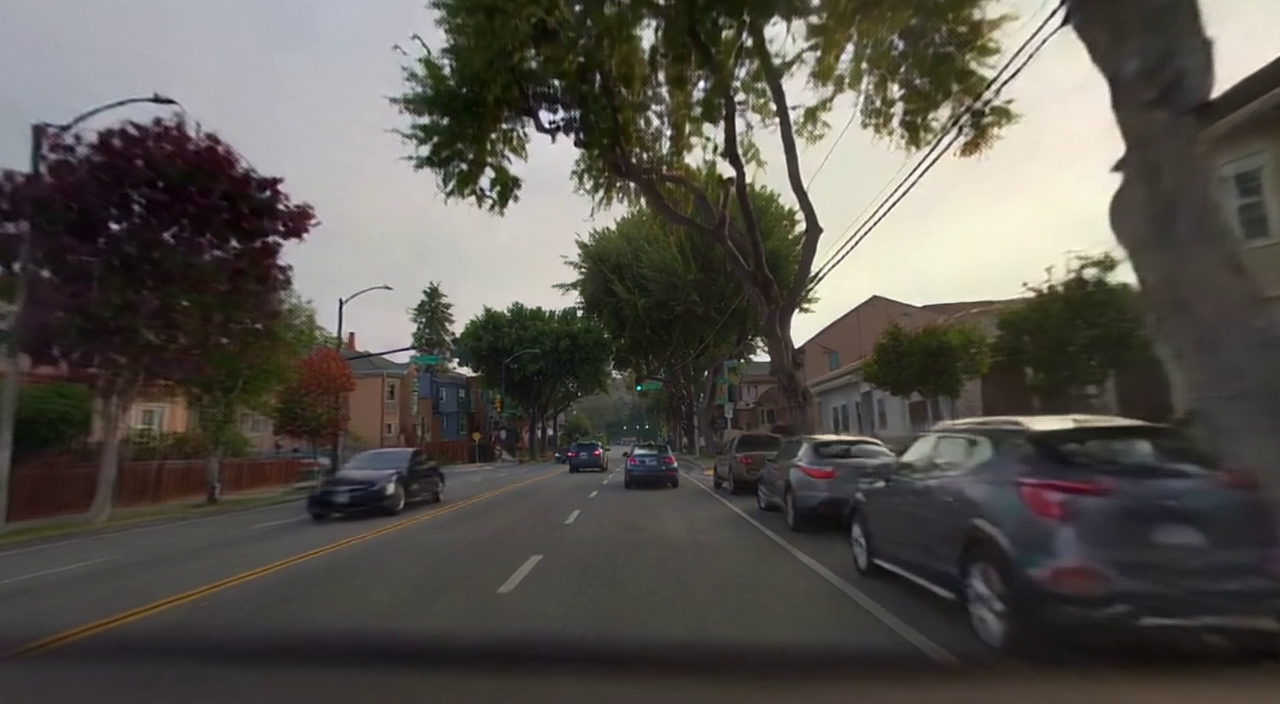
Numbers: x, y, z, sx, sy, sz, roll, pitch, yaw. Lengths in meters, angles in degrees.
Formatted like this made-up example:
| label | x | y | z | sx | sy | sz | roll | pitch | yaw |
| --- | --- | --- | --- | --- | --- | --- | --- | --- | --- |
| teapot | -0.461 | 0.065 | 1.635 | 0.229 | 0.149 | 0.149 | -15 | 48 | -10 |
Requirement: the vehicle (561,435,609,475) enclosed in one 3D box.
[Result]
| label | x | y | z | sx | sy | sz | roll | pitch | yaw |
| --- | --- | --- | --- | --- | --- | --- | --- | --- | --- |
| vehicle | -2.625 | 5.071 | 31.137 | 1.983 | 1.841 | 4.013 | 0 | -8 | 0 |

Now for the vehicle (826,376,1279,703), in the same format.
| label | x | y | z | sx | sy | sz | roll | pitch | yaw |
| --- | --- | --- | --- | --- | --- | --- | --- | --- | --- |
| vehicle | 3.059 | 1.195 | 4.834 | 1.905 | 1.589 | 4.028 | 0 | -8 | -2 |

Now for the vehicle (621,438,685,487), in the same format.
| label | x | y | z | sx | sy | sz | roll | pitch | yaw |
| --- | --- | --- | --- | --- | --- | --- | --- | --- | --- |
| vehicle | 0.378 | 3.758 | 21.726 | 1.998 | 1.518 | 4.015 | 0 | -8 | -1 |

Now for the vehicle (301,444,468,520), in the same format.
| label | x | y | z | sx | sy | sz | roll | pitch | yaw |
| --- | --- | --- | --- | --- | --- | --- | --- | --- | --- |
| vehicle | -5.865 | 3.003 | 15.218 | 2.055 | 1.521 | 4.639 | 0 | -8 | 1 |
